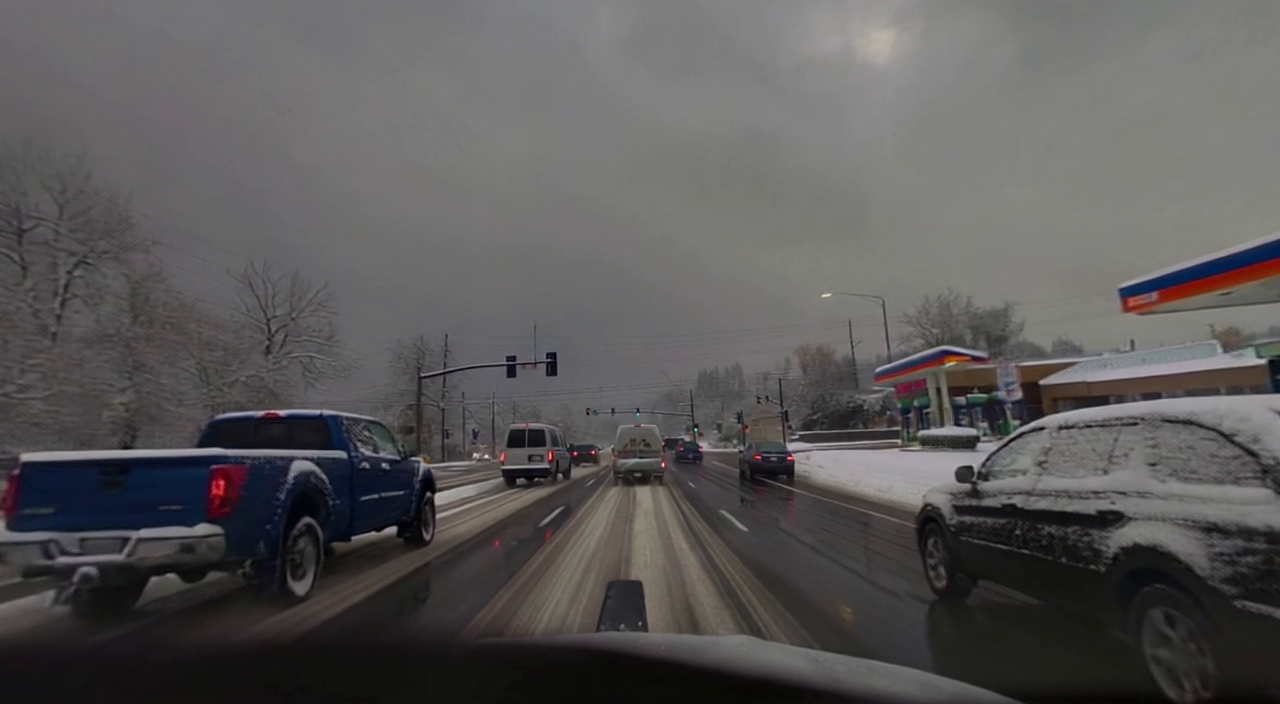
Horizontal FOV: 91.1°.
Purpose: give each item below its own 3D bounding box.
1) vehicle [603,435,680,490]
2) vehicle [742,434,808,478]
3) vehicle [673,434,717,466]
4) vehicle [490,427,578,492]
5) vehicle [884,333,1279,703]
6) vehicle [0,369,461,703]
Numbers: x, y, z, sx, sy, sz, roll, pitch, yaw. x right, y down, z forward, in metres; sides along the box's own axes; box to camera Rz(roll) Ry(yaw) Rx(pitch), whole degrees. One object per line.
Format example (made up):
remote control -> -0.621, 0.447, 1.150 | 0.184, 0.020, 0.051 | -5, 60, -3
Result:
vehicle -> 0.078, 3.892, 22.644 | 2.426, 1.703, 5.602 | 0, -8, 1
vehicle -> 5.681, 4.417, 27.001 | 2.119, 1.696, 4.623 | -1, -8, 4
vehicle -> 3.335, 6.069, 39.019 | 2.193, 1.795, 5.130 | 0, -8, 0
vehicle -> -3.456, 3.630, 21.541 | 2.025, 1.936, 4.995 | 0, -8, 1
vehicle -> 3.585, 1.063, 4.084 | 2.055, 1.786, 4.817 | 0, -8, 0
vehicle -> -3.477, 1.336, 5.860 | 2.002, 1.747, 5.173 | 0, -8, 1
